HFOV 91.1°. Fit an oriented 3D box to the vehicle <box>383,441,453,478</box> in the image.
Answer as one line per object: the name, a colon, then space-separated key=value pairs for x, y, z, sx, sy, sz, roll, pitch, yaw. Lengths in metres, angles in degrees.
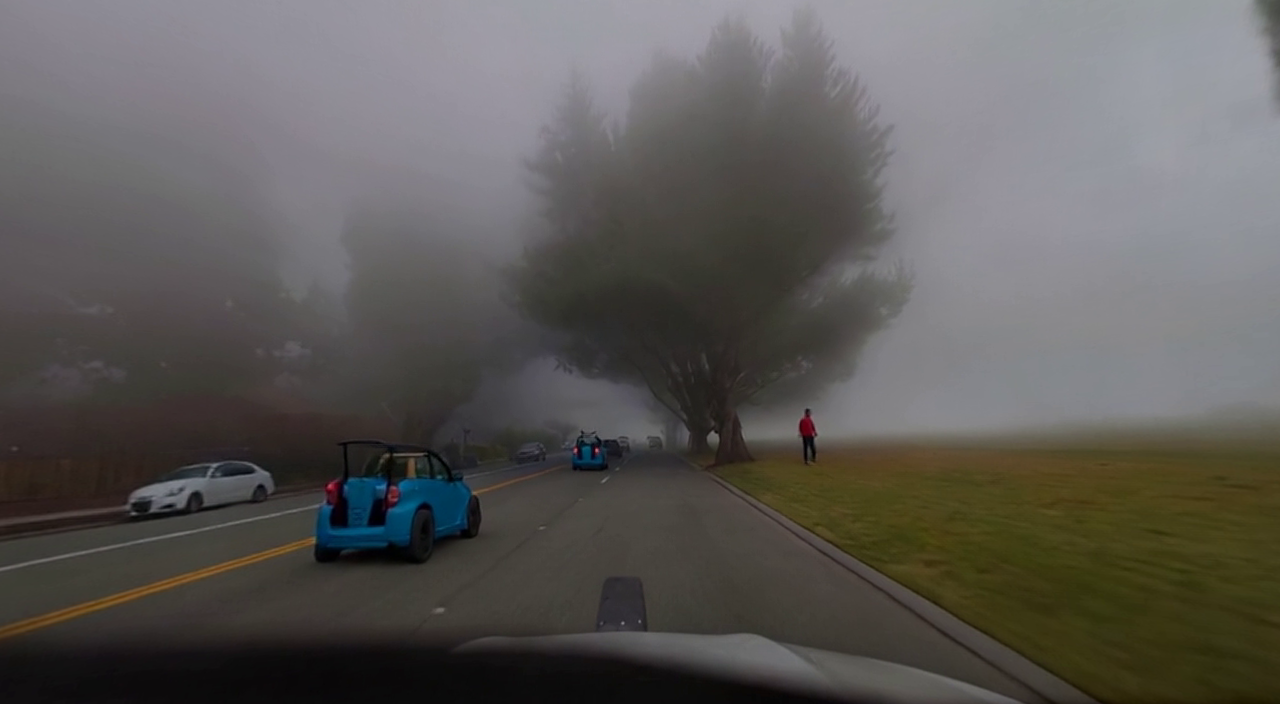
vehicle: x=-11.691 y=5.646 z=33.429 sx=1.904 sy=1.728 sz=4.997 roll=1 pitch=-8 yaw=-1

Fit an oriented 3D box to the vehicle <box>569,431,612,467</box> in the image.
vehicle: x=-2.632 y=5.251 z=34.225 sx=1.908 sy=1.809 sz=4.230 roll=0 pitch=-8 yaw=2

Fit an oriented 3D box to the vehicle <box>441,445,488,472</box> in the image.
vehicle: x=-11.638 y=7.057 z=41.917 sx=1.910 sy=1.462 sz=4.581 roll=-4 pitch=-7 yaw=-1

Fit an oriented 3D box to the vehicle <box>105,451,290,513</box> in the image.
vehicle: x=-12.206 y=3.581 z=17.820 sx=1.887 sy=1.469 sz=4.691 roll=0 pitch=-9 yaw=-1

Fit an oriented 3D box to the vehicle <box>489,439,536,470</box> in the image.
vehicle: x=-8.451 y=6.799 z=41.991 sx=2.019 sy=1.907 sz=4.697 roll=0 pitch=-8 yaw=2
